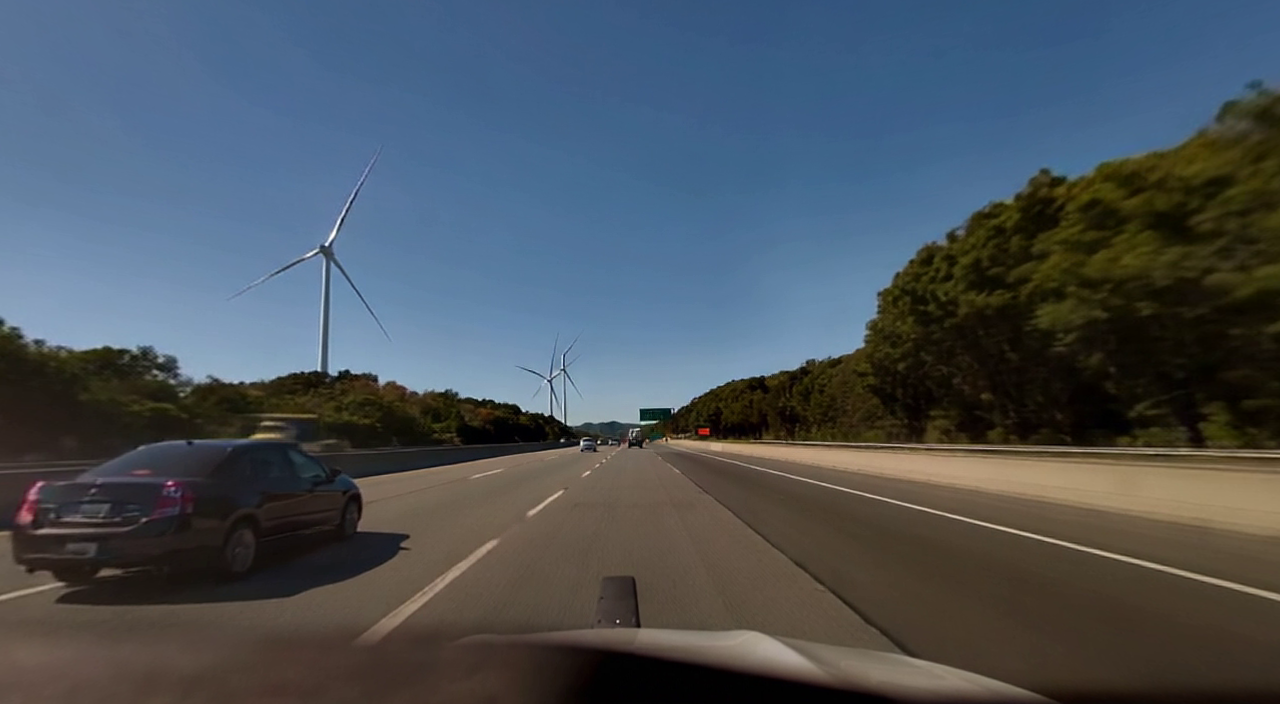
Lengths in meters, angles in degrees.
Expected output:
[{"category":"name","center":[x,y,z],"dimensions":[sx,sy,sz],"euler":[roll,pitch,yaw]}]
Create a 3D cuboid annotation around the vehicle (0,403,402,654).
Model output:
[{"category":"vehicle","center":[-3.971,1.340,5.868],"dimensions":[1.950,1.511,3.965],"euler":[0,-8,0]}]
